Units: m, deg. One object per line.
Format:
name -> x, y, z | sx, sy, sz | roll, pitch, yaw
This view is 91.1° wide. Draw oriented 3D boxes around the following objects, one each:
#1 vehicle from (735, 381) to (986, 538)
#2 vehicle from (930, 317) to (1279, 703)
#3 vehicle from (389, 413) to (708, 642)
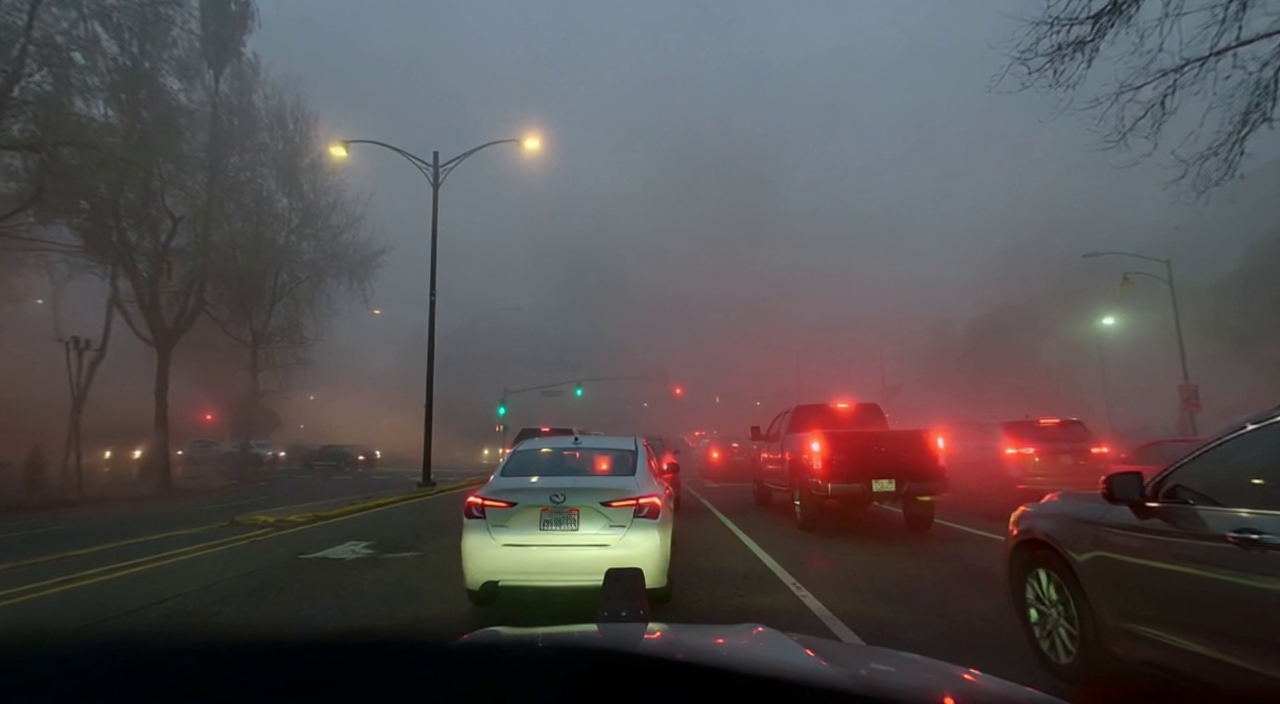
vehicle -> 3.529, 1.936, 11.775 | 2.497, 2.186, 5.890 | 0, -9, 0
vehicle -> 3.161, 0.774, 2.234 | 2.024, 1.723, 4.714 | 0, -9, 1
vehicle -> -0.576, 1.514, 6.468 | 2.172, 1.536, 4.250 | 0, -9, 1
